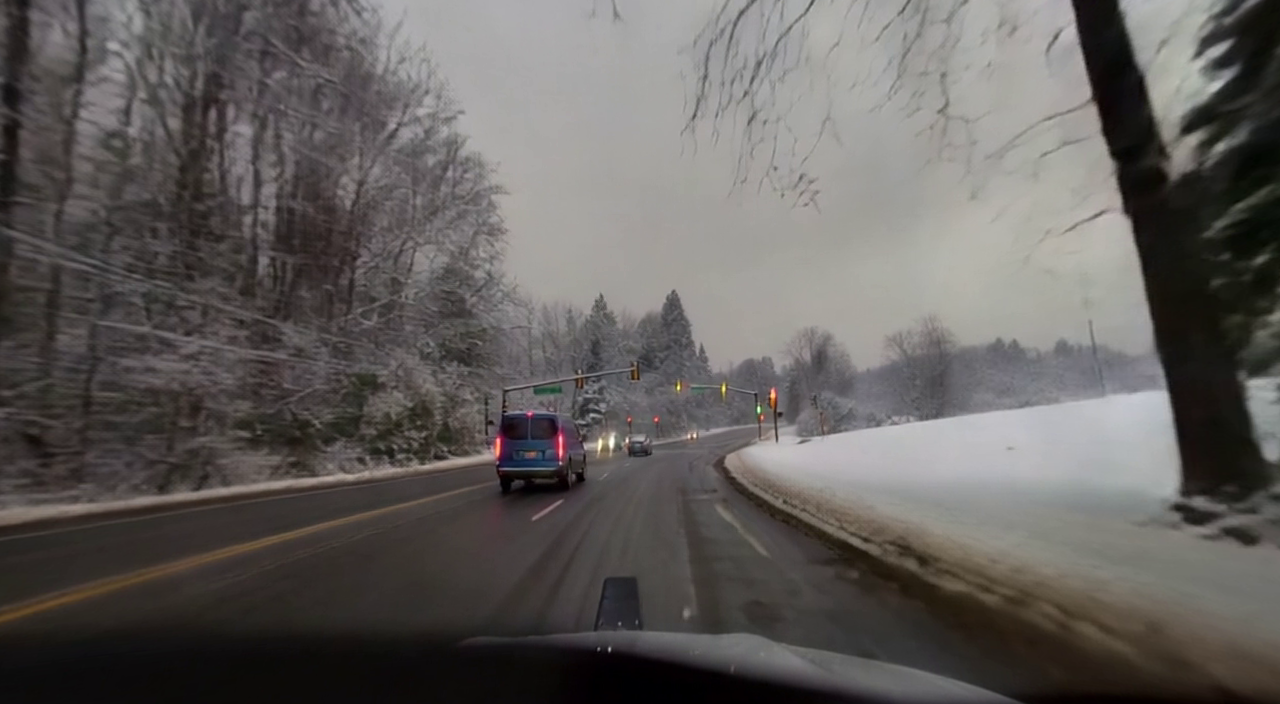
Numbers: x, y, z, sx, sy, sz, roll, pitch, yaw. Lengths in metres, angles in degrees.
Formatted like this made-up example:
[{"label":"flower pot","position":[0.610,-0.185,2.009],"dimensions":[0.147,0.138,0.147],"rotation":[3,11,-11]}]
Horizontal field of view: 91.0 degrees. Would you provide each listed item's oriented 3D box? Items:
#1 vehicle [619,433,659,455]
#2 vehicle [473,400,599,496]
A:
[{"label":"vehicle","position":[0.006,6.641,45.292],"dimensions":[2.088,1.484,4.572],"rotation":[-1,-8,11]},{"label":"vehicle","position":[-2.570,2.595,17.190],"dimensions":[2.362,2.185,5.212],"rotation":[0,-8,2]}]
